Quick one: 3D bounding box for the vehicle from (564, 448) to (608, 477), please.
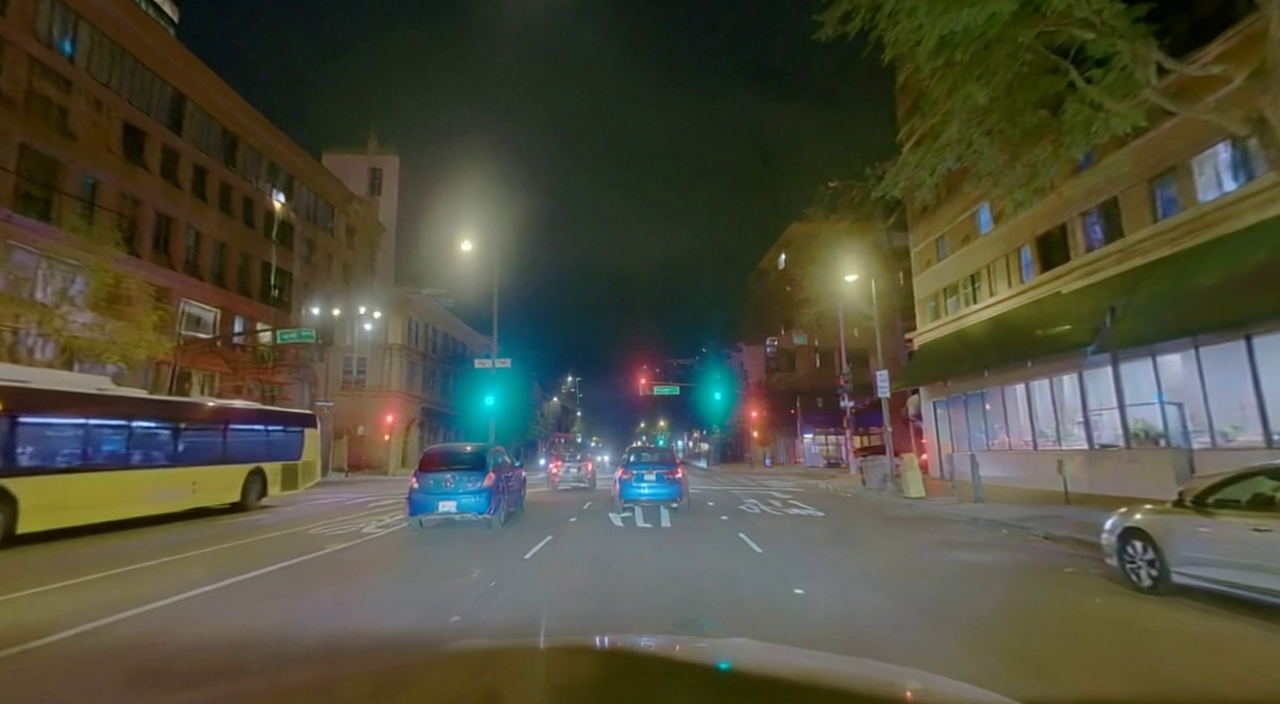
[{"bbox_3d":[-3.004,6.246,35.884,2.131,1.486,4.089,0,-9,0],"label":"vehicle"}]

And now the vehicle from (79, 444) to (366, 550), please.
[{"bbox_3d":[-7.058,2.450,11.464,1.974,1.503,4.594,0,-9,1],"label":"vehicle"}]

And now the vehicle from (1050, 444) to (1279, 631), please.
[{"bbox_3d":[5.973,1.519,5.361,1.873,1.453,4.579,0,-9,0],"label":"vehicle"}]

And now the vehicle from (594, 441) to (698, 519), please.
[{"bbox_3d":[0.085,2.750,14.041,2.022,1.481,3.564,0,-9,-1],"label":"vehicle"}]

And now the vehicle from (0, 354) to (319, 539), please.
[{"bbox_3d":[-13.178,2.408,15.956,3.071,3.337,13.201,0,-9,1],"label":"vehicle"}]

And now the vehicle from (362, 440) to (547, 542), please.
[{"bbox_3d":[-3.085,2.410,11.665,1.970,1.492,4.534,0,-9,1],"label":"vehicle"}]

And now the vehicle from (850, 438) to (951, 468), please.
[{"bbox_3d":[16.407,6.408,39.927,5.345,1.811,2.175,0,-9,-1],"label":"vehicle"}]
